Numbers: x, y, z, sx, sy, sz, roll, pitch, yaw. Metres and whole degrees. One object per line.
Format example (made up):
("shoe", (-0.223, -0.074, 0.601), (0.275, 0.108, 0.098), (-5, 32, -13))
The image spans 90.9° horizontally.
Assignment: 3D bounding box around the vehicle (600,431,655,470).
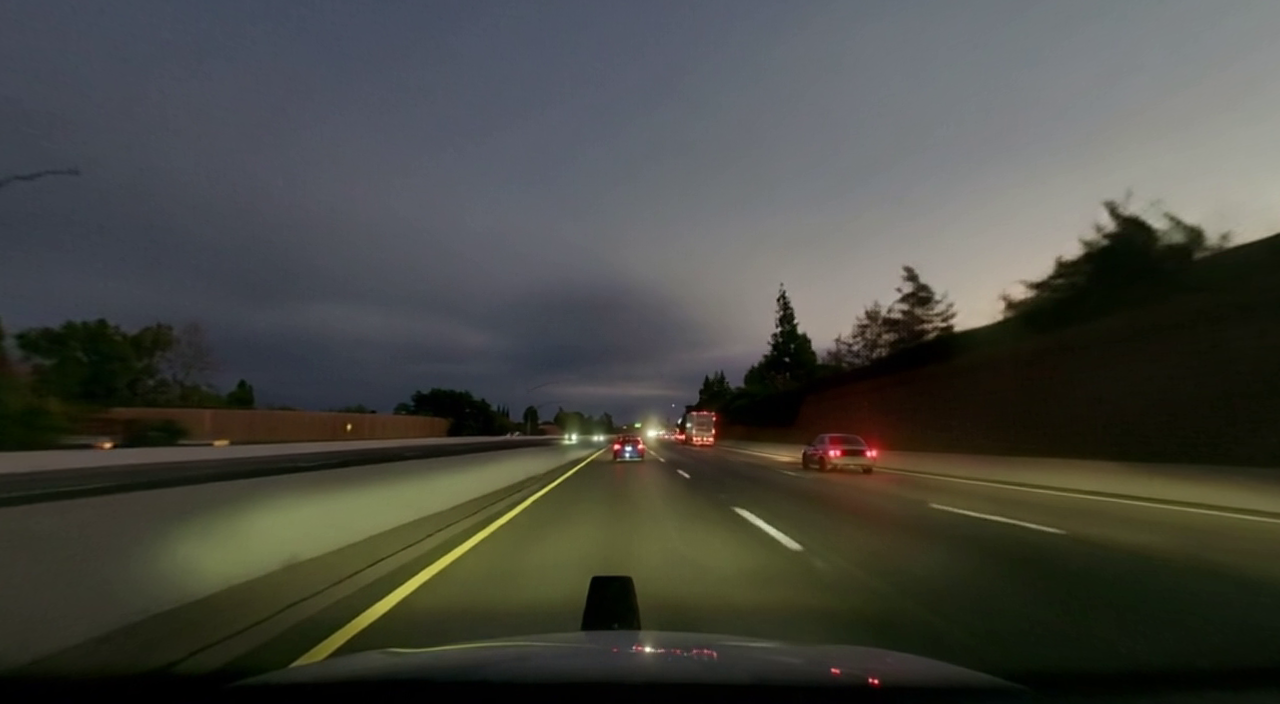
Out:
("vehicle", (-0.551, 4.126, 26.613), (2.119, 1.480, 4.000), (0, -8, -2))
